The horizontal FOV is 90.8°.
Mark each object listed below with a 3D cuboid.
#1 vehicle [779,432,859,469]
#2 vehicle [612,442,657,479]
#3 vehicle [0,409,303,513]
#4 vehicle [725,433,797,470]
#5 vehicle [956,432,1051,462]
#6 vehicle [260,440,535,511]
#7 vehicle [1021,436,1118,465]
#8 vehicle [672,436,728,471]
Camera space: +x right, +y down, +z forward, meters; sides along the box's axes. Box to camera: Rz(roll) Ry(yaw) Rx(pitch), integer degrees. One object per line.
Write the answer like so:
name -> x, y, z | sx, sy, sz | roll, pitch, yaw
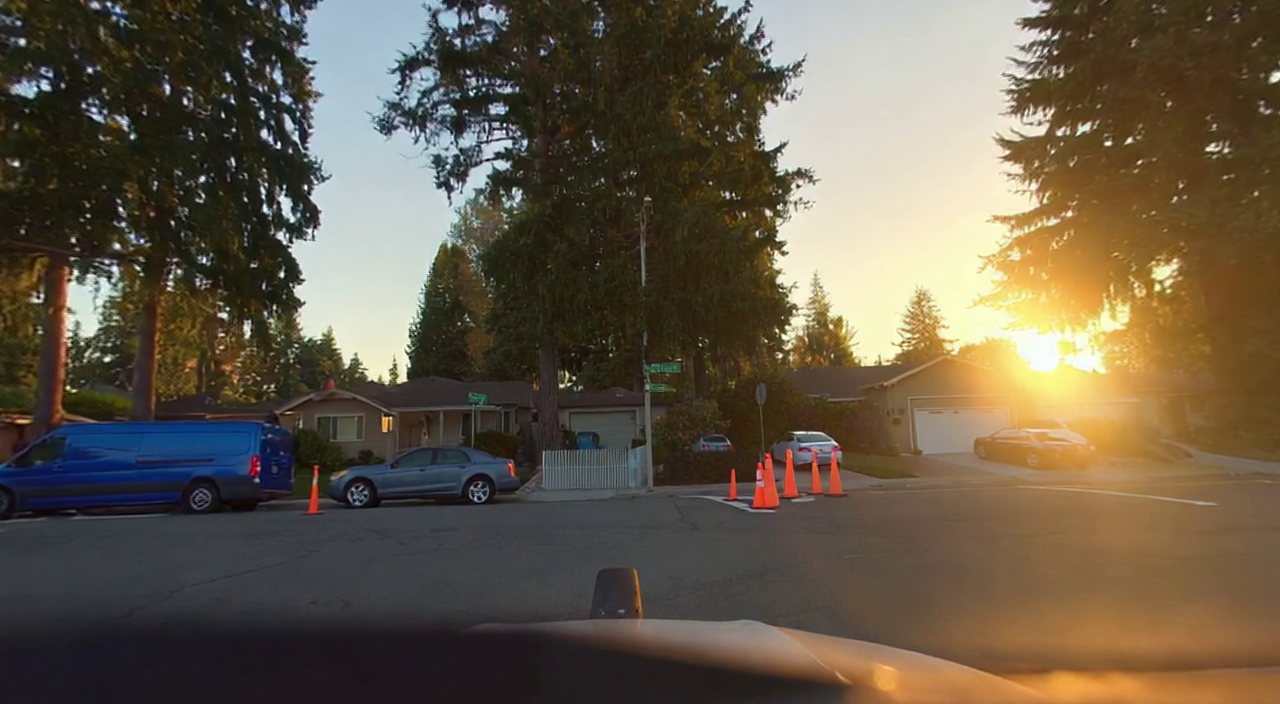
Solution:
vehicle -> 8.061, 4.496, 28.938 | 1.893, 1.529, 4.422 | 1, -8, -7
vehicle -> -0.305, 4.756, 27.929 | 1.648, 1.430, 3.654 | 4, -8, -4
vehicle -> -14.067, 3.045, 17.448 | 7.824, 2.323, 2.863 | -3, -10, -2
vehicle -> 5.346, 4.463, 28.499 | 2.007, 1.555, 4.204 | 1, -8, -7
vehicle -> 23.826, 6.238, 41.549 | 4.984, 1.912, 2.132 | 1, -8, -6
vehicle -> -6.452, 3.395, 17.857 | 6.643, 1.777, 2.925 | 1, -8, -5
vehicle -> 22.770, 5.221, 33.549 | 3.863, 1.453, 1.826 | 1, -8, -5
vehicle -> 2.595, 4.533, 28.356 | 1.745, 1.461, 4.074 | 1, -8, -6
